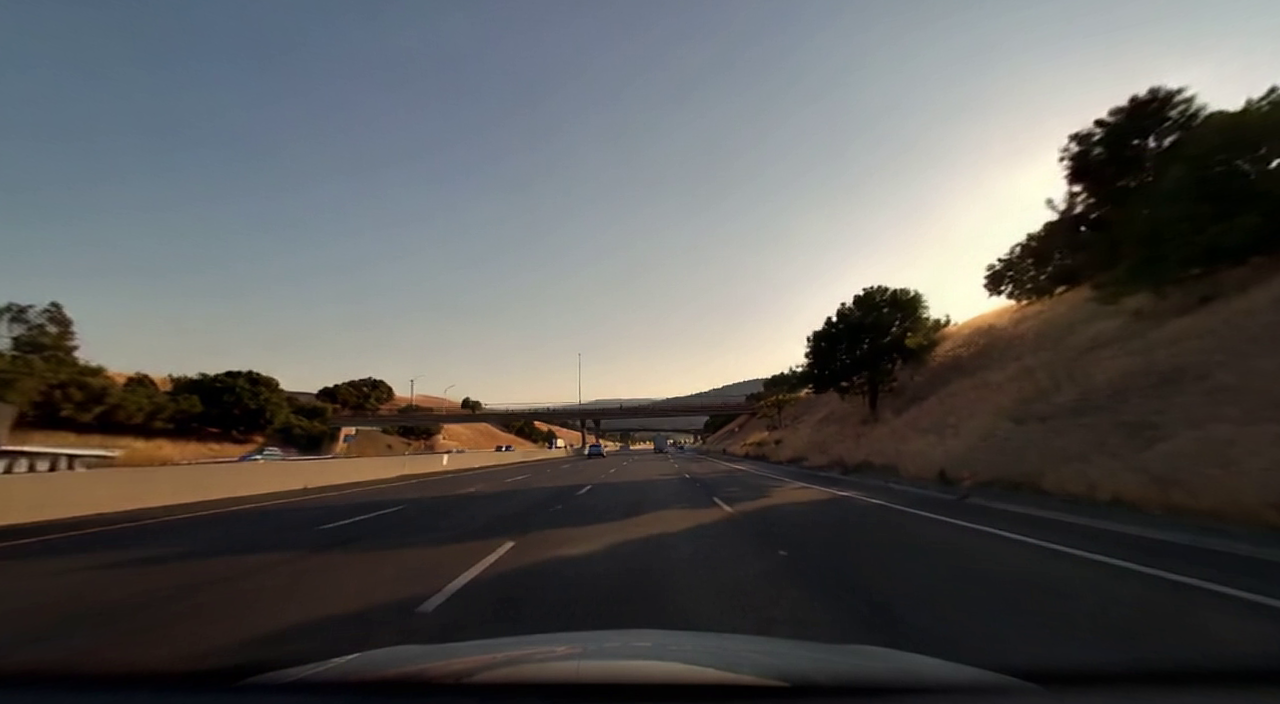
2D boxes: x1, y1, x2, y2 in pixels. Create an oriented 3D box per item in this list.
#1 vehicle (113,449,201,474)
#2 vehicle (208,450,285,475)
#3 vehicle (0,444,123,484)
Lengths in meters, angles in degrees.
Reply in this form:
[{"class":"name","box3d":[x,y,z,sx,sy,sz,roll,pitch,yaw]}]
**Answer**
[{"class":"vehicle","box3d":[-31.935,7.227,41.910,1.861,1.486,4.847,-1,-9,2]},{"class":"vehicle","box3d":[-24.259,6.799,39.055,1.813,1.465,4.362,-1,-9,2]},{"class":"vehicle","box3d":[-28.500,5.437,30.950,1.970,1.779,4.958,0,-9,0]}]
